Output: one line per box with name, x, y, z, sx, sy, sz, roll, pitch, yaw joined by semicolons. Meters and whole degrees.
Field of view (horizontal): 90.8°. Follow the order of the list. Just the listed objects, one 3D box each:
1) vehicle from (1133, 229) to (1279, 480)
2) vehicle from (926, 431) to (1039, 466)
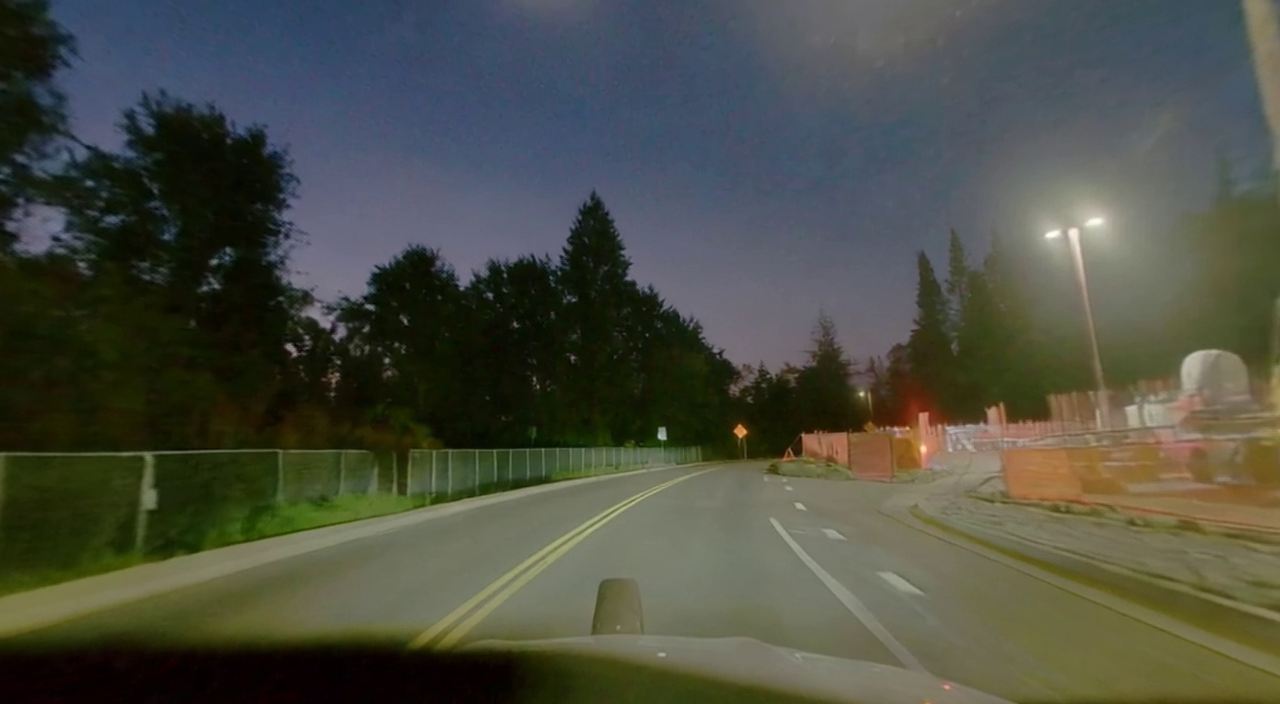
vehicle;10.850;-0.307;6.983;2.984;3.691;10.409;-1;-8;4
vehicle;15.796;4.505;29.366;4.221;1.440;1.915;-5;-10;17
